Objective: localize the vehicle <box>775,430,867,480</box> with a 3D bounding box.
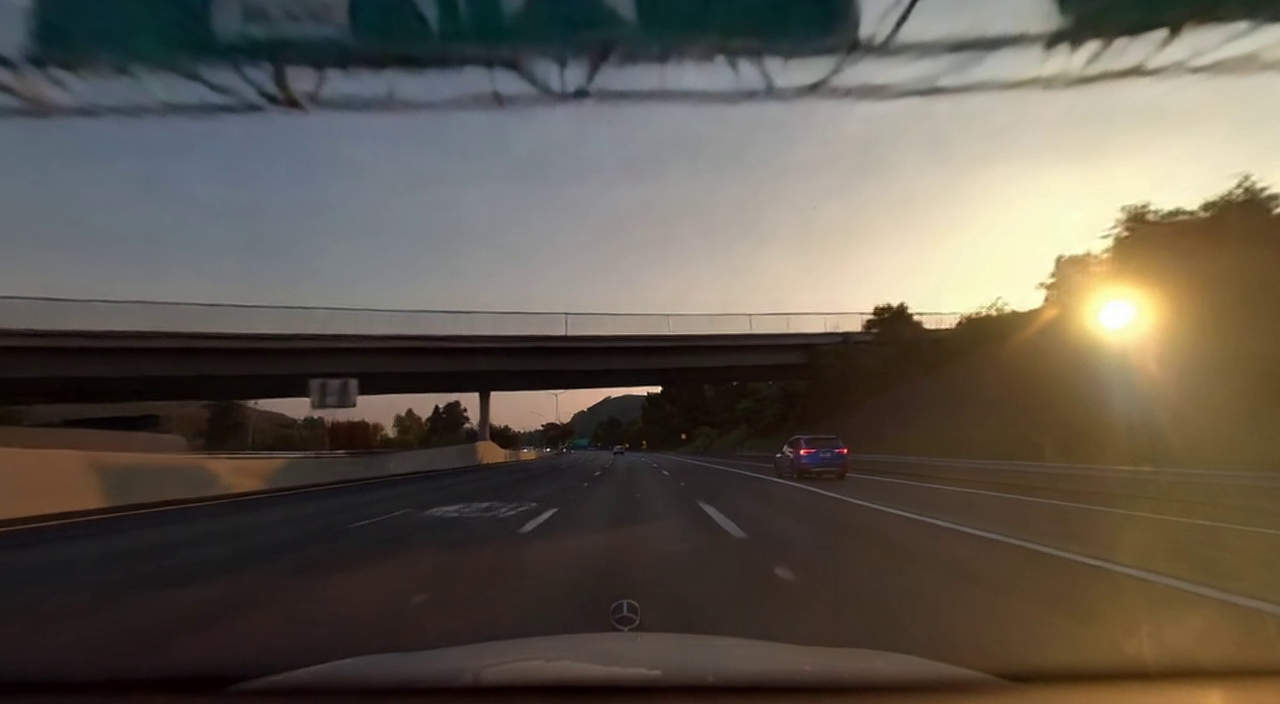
[{"bbox_3d":[6.808,3.940,24.236,2.091,1.711,4.383,0,-9,-2],"label":"vehicle"}]
